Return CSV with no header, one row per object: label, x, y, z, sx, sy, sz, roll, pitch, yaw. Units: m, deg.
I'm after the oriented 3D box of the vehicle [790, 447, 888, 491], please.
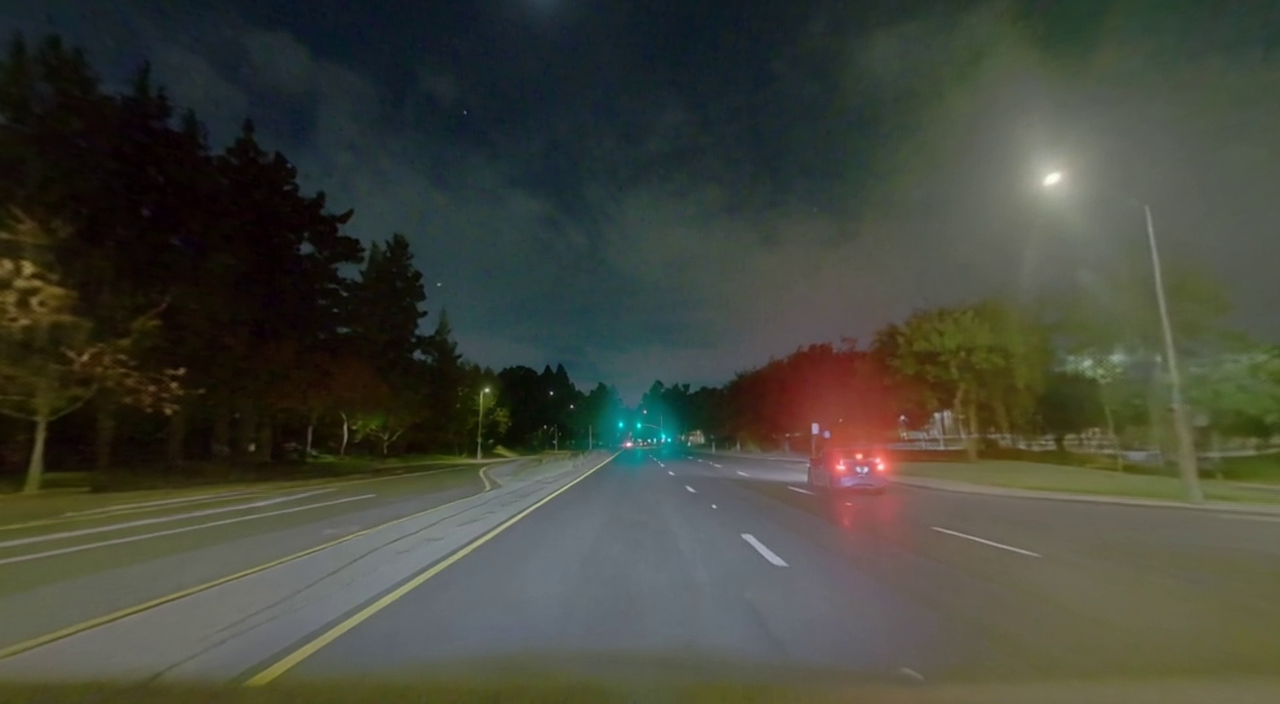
vehicle,7.102,4.192,23.024,2.054,1.421,4.487,0,-8,-1
